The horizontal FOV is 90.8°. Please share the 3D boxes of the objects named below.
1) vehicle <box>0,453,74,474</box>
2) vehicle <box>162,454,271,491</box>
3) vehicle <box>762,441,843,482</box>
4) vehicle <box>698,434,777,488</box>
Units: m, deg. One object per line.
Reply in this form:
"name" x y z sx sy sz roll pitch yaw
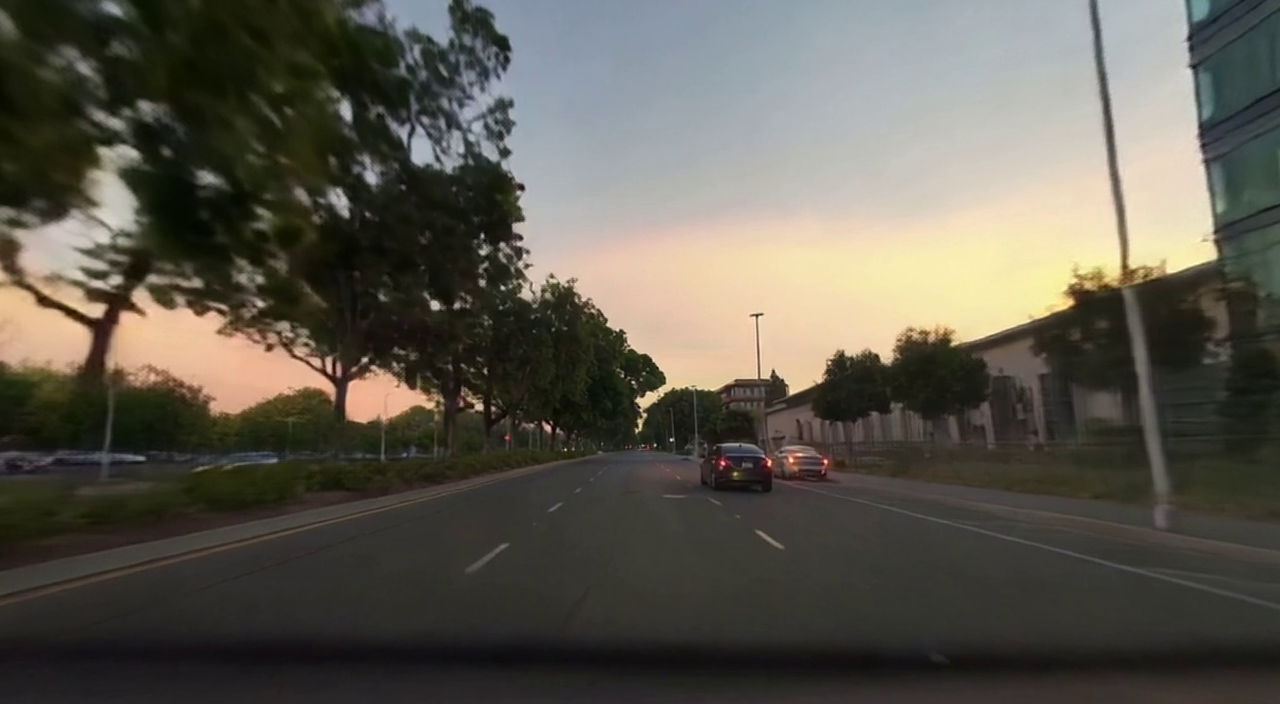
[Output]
"vehicle" -44.365 8.072 45.914 4.471 1.466 1.887 0 -8 -1
"vehicle" -19.350 5.485 29.176 1.839 1.481 4.585 0 -8 0
"vehicle" 6.739 4.586 26.851 1.918 1.544 4.871 -1 -8 -3
"vehicle" 3.367 3.857 22.802 2.083 1.743 4.354 0 -8 -1
